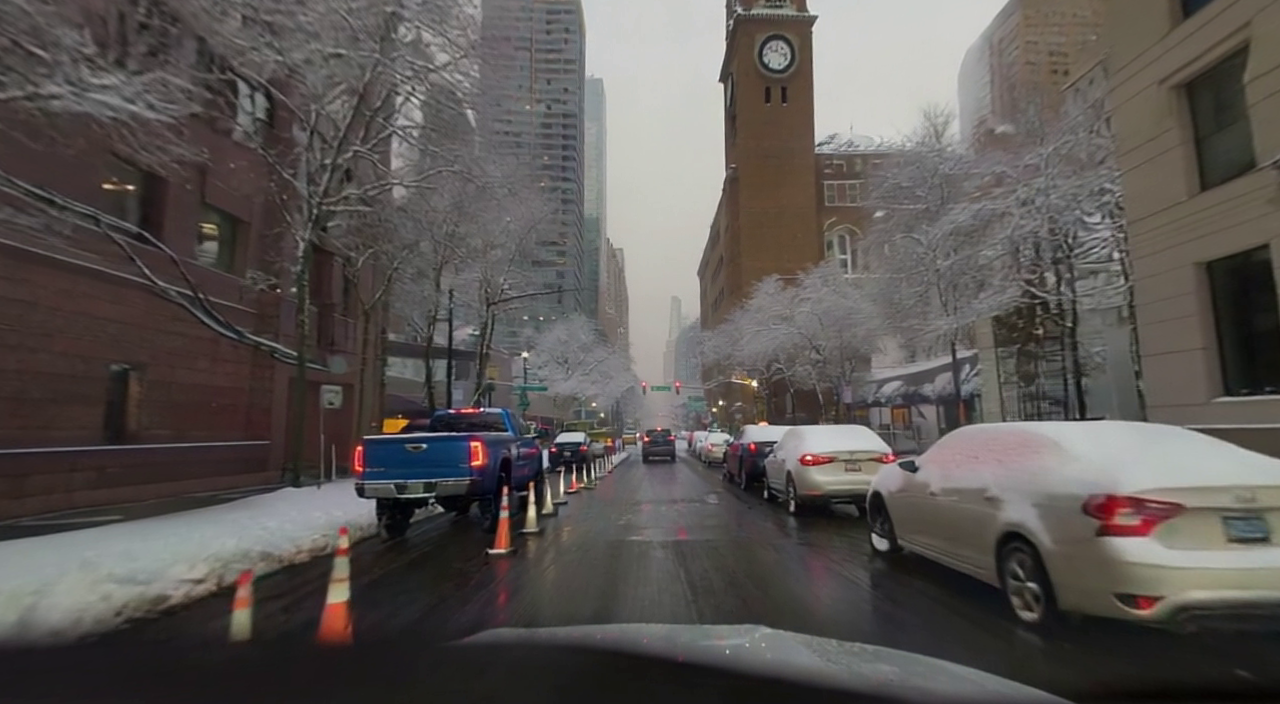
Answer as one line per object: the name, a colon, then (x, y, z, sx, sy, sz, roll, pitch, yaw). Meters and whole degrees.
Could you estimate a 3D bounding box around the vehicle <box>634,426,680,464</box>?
vehicle: (0.838, 4.802, 32.457, 2.183, 1.784, 4.317, 0, -9, 1)

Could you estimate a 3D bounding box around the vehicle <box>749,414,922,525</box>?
vehicle: (3.171, 2.000, 11.165, 1.941, 1.577, 4.038, -1, -9, 3)

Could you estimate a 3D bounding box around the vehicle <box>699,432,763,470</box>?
vehicle: (3.936, 4.333, 27.968, 2.021, 1.506, 4.643, 0, -7, -2)

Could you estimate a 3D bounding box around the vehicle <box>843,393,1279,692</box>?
vehicle: (3.448, 1.291, 5.495, 1.887, 1.488, 4.572, 0, -9, 1)

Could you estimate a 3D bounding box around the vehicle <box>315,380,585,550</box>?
vehicle: (-2.449, 1.728, 10.185, 2.452, 1.954, 5.653, -1, -9, 2)
